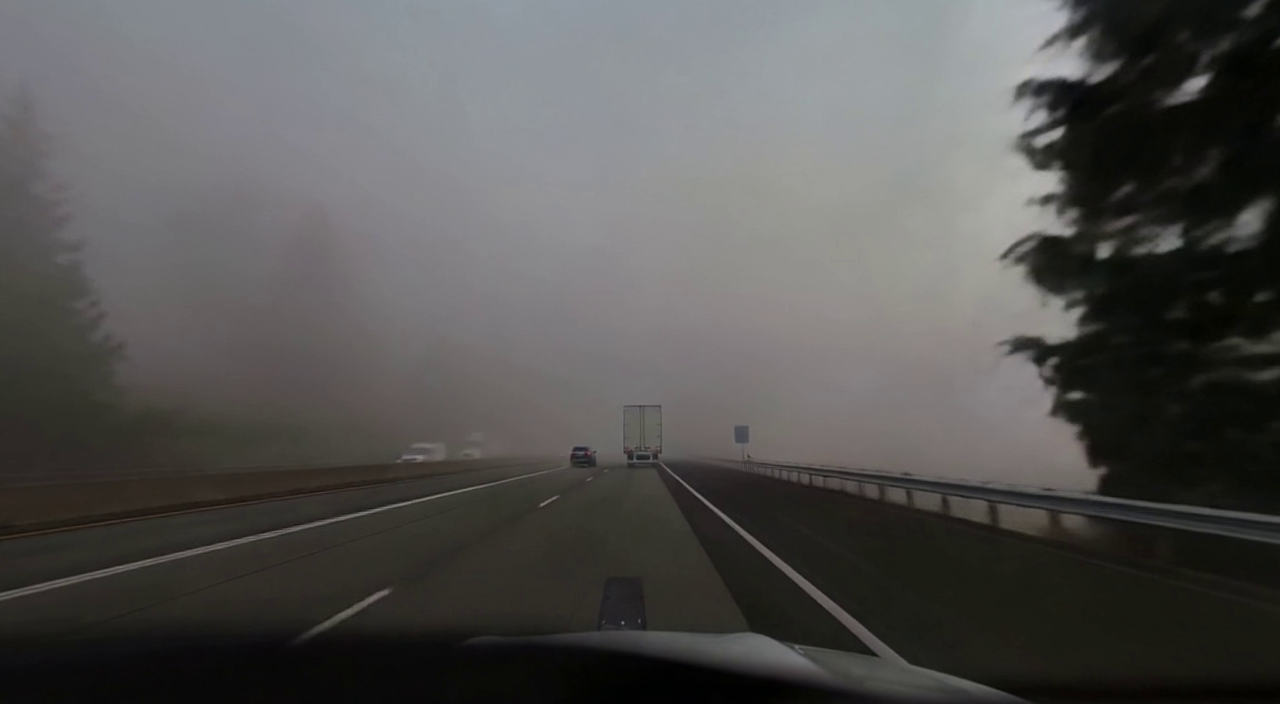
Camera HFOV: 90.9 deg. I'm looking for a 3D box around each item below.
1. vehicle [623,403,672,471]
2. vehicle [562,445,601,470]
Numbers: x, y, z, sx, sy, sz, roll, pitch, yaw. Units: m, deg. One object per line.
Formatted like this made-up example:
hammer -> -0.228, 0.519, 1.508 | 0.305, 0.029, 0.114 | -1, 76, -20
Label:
vehicle -> 0.457, 5.761, 42.109 | 2.899, 3.966, 10.053 | 0, -9, 0
vehicle -> -3.767, 6.876, 41.240 | 2.063, 1.583, 4.049 | 0, -8, 1
